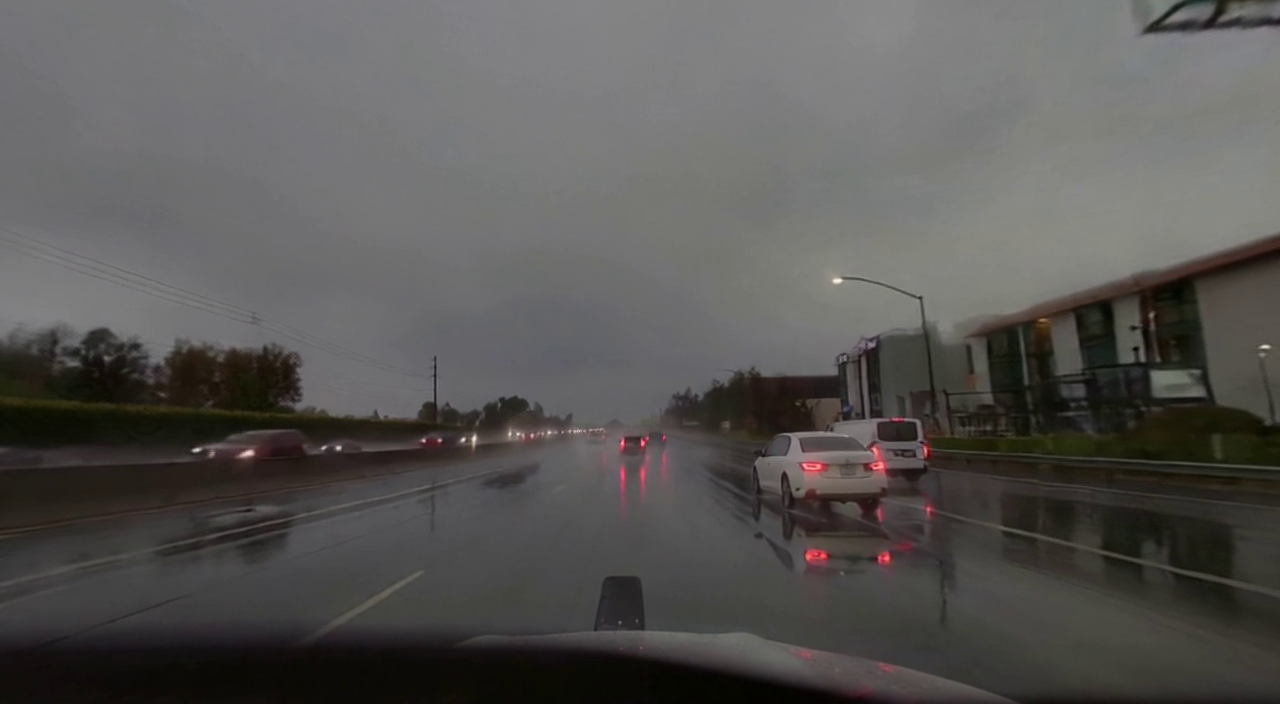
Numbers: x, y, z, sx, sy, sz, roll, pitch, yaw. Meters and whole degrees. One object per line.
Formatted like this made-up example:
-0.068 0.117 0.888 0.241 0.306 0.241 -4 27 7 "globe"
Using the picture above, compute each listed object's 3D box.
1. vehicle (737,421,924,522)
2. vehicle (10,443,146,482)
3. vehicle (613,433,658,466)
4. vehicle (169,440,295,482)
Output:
3.257 2.149 11.882 1.995 1.533 4.463 0 -8 -2 "vehicle"
-23.475 4.584 26.540 1.825 1.491 4.151 0 -8 1 "vehicle"
-0.239 4.685 30.301 2.019 1.472 3.971 0 -8 -1 "vehicle"
-16.292 4.350 25.492 1.949 1.499 4.633 0 -8 0 "vehicle"
